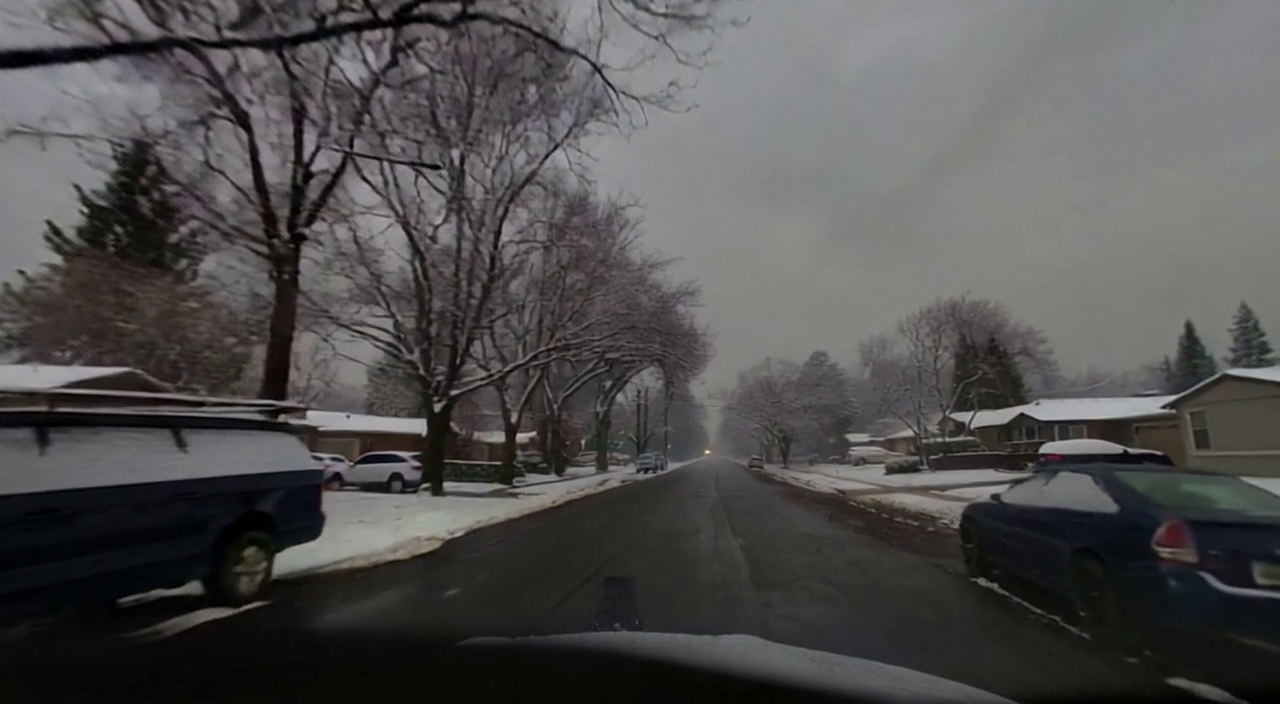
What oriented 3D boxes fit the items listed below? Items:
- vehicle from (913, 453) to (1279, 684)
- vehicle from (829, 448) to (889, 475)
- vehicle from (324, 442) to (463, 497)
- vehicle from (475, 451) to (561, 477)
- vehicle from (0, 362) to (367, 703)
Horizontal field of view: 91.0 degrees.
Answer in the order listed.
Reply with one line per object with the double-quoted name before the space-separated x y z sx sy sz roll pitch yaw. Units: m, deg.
"vehicle" 4.593 1.765 6.390 1.959 1.431 4.647 -1 -9 6
"vehicle" 15.229 7.643 43.879 3.647 1.784 1.650 -2 -9 8
"vehicle" -9.048 4.329 23.254 4.373 1.747 2.029 -5 -10 14
"vehicle" -7.757 7.119 40.215 4.977 1.558 2.079 -1 -9 7
"vehicle" -4.998 1.319 5.080 2.337 2.084 6.088 -2 -9 6
